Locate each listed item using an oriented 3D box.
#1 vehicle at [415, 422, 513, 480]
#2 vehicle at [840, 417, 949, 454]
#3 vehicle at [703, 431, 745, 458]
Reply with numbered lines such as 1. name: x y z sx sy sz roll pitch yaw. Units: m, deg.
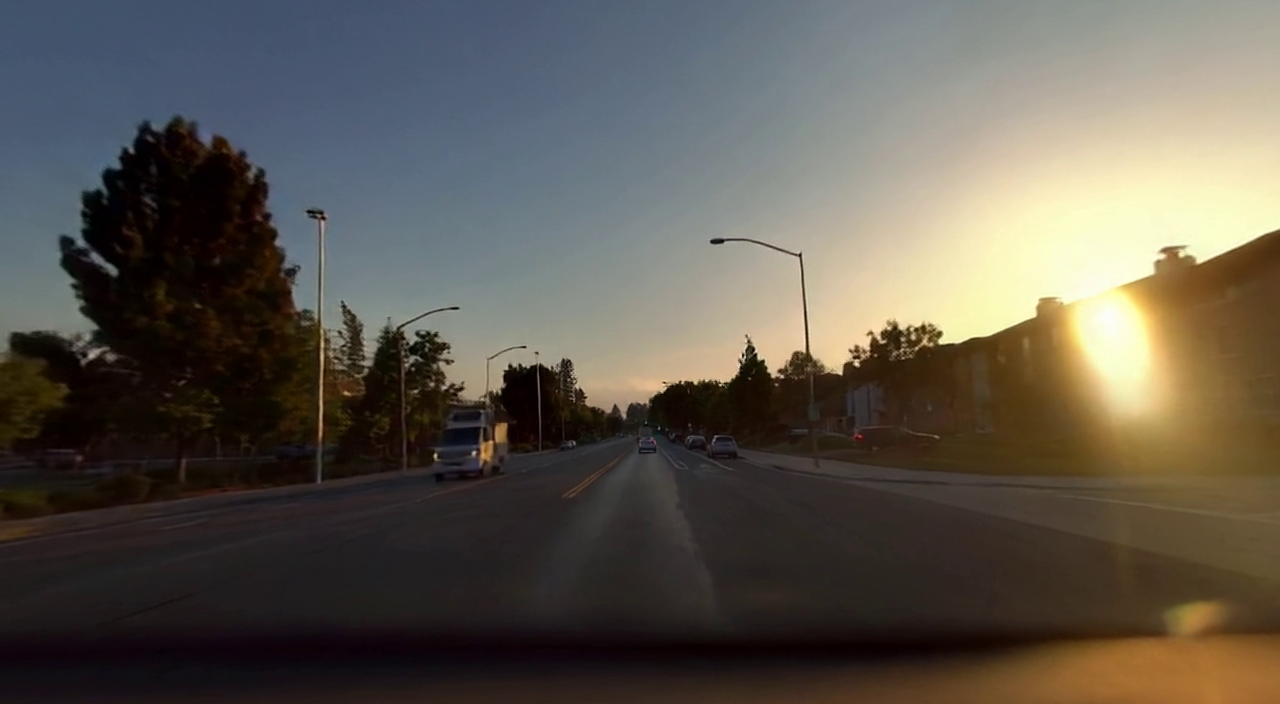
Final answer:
1. vehicle: -7.485 4.323 27.634 2.413 2.267 6.252 0 -8 1
2. vehicle: 13.462 4.441 33.384 4.674 1.557 2.288 -3 -8 -5
3. vehicle: 5.573 6.239 42.261 2.140 1.739 4.721 0 -8 0
